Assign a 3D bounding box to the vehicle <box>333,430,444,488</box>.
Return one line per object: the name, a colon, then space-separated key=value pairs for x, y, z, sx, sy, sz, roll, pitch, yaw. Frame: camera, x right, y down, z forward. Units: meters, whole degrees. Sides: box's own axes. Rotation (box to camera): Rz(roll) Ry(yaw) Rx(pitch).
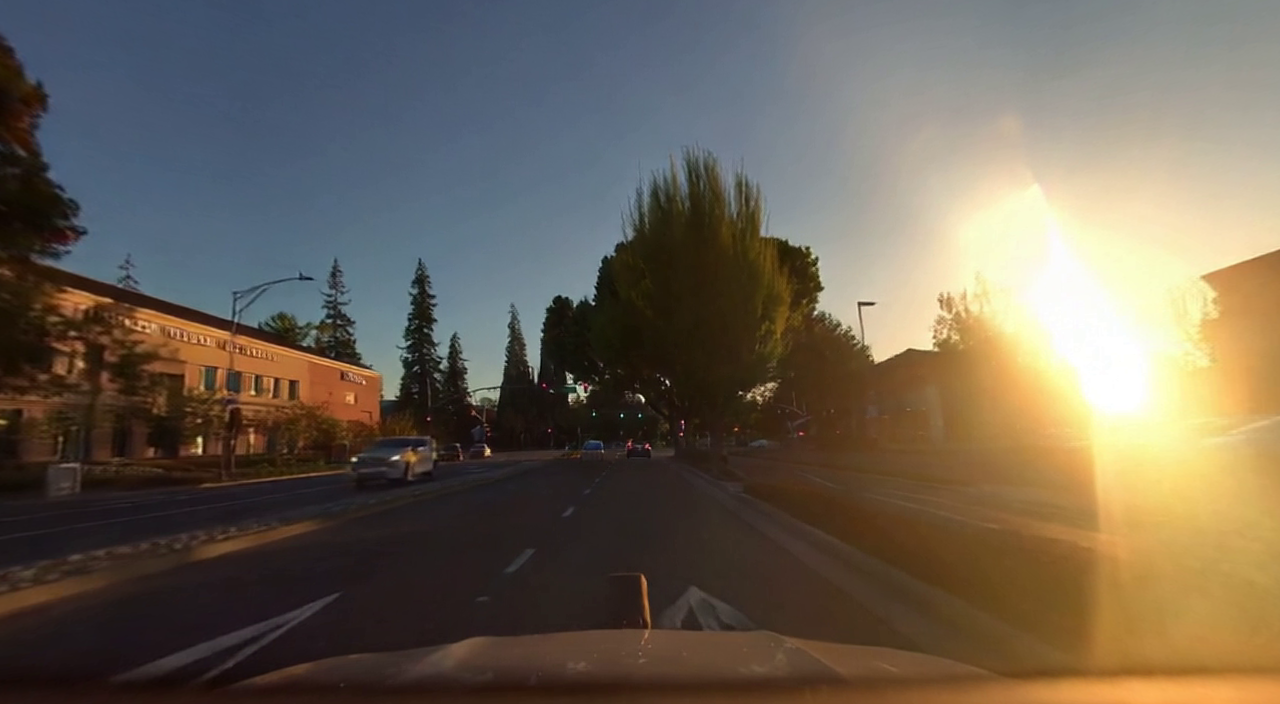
vehicle: x=-8.695 y=3.732 z=22.331 sx=2.149 sy=1.793 sz=4.468 roll=0 pitch=-8 yaw=-1
